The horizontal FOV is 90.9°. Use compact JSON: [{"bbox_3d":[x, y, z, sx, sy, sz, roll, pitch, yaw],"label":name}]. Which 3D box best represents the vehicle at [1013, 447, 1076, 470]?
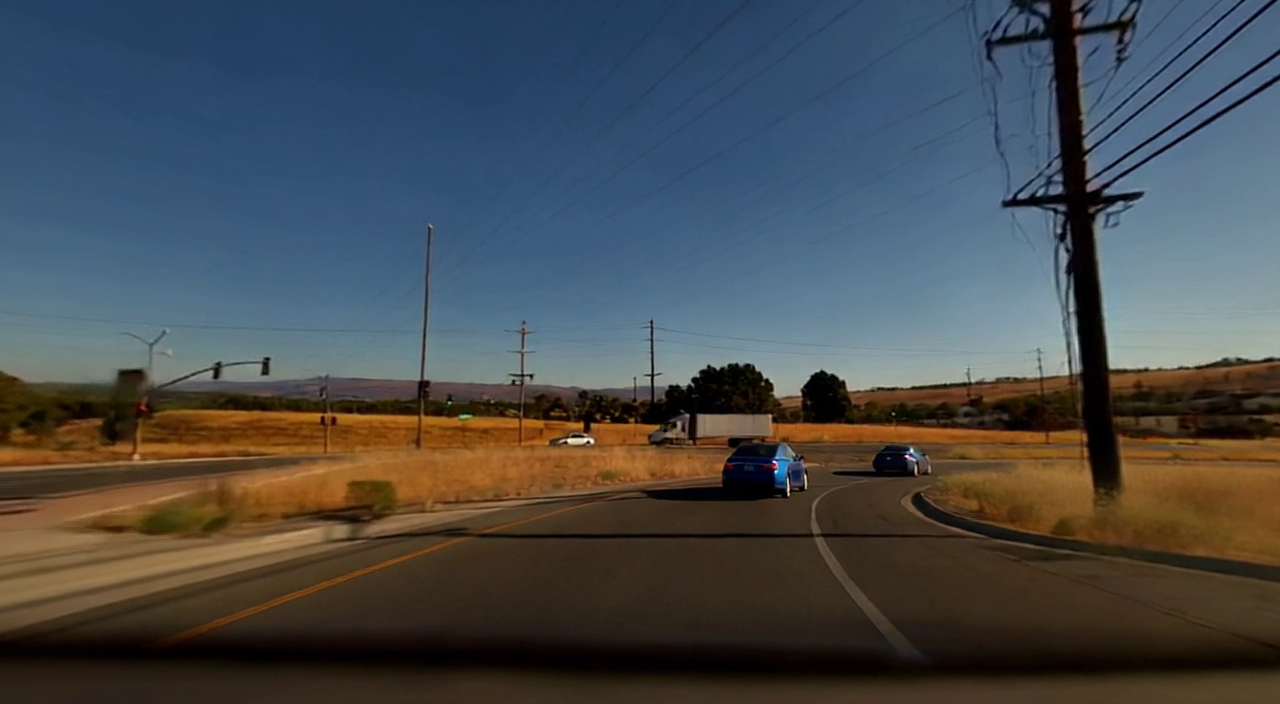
[{"bbox_3d":[29.975,7.865,46.711,4.102,1.552,1.931,4,-9,-26],"label":"vehicle"}]

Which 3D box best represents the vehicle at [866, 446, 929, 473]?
[{"bbox_3d":[14.923,6.162,36.428,1.836,1.465,4.307,-8,-11,43],"label":"vehicle"}]

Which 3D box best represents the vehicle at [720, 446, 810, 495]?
[{"bbox_3d":[4.278,3.845,20.987,2.026,1.407,4.374,-4,-9,23],"label":"vehicle"}]
